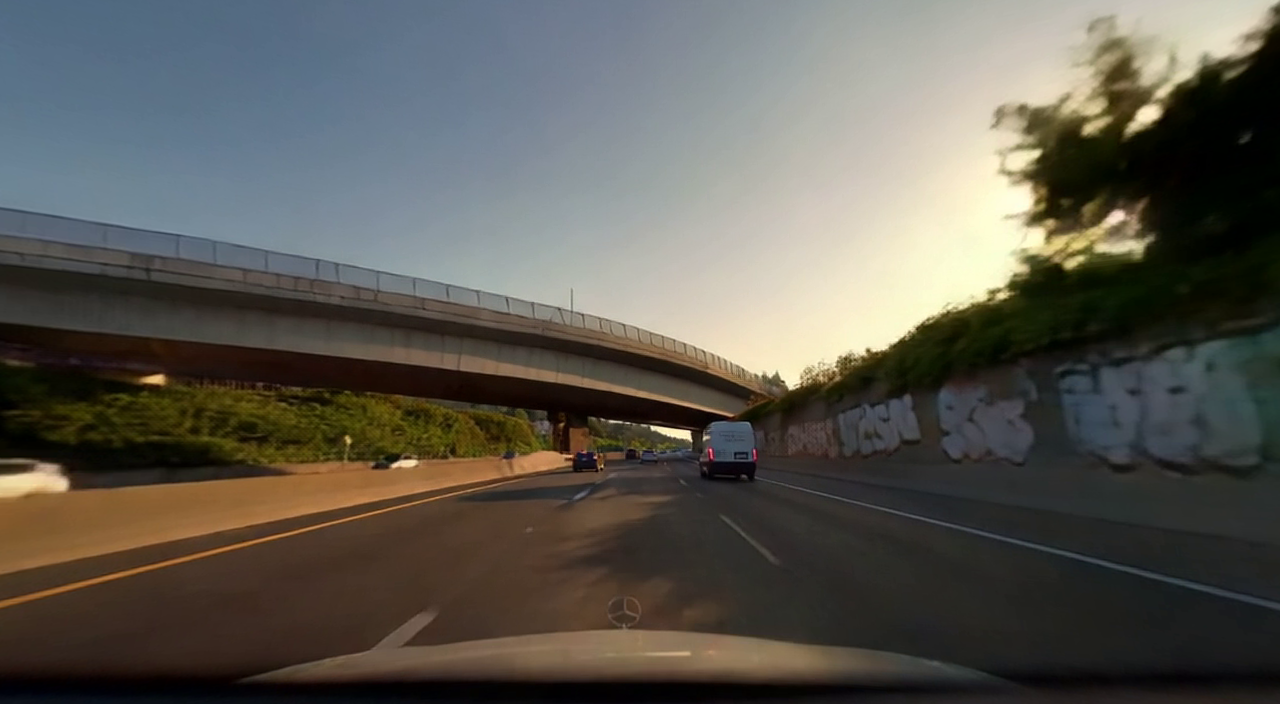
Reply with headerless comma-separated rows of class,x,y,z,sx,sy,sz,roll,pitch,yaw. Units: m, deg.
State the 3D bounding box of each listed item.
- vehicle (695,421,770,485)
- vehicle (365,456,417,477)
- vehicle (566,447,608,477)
vehicle,4.033,4.589,28.617,2.469,2.591,5.653,0,-9,-1
vehicle,-19.136,8.765,48.582,1.952,1.509,4.840,0,-9,1
vehicle,-2.992,6.345,36.474,1.964,1.618,4.489,0,-9,1
